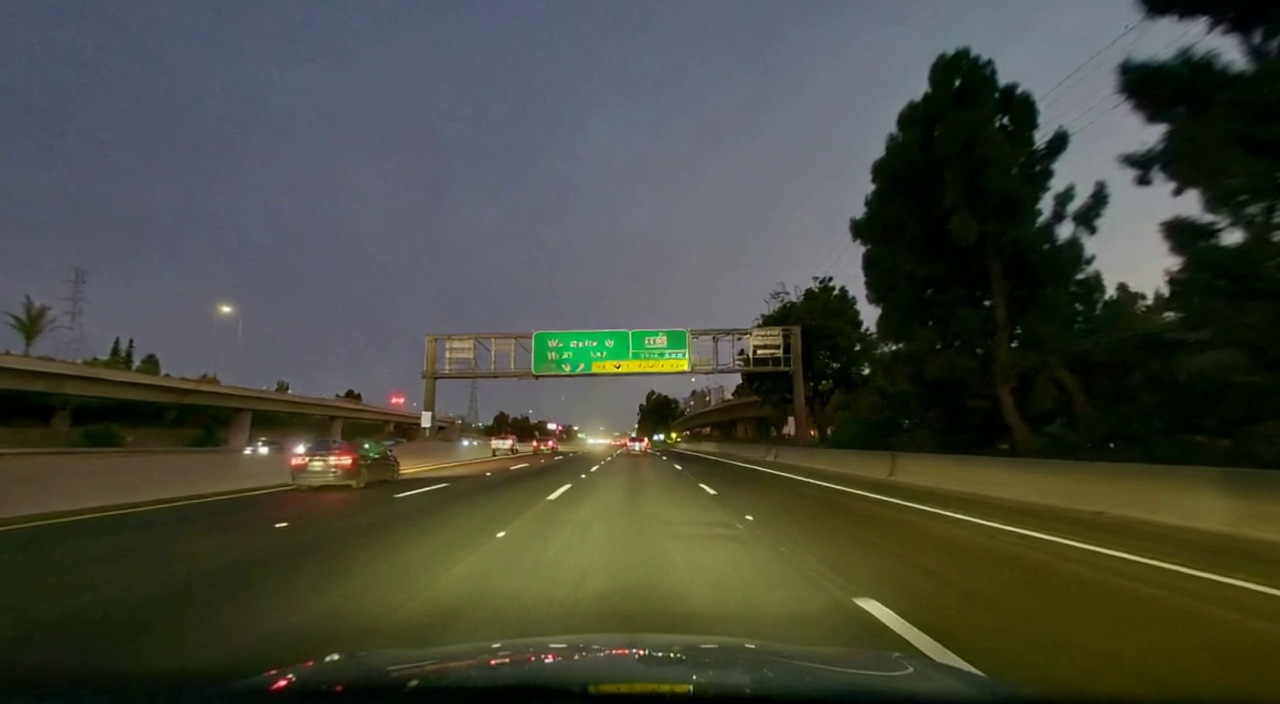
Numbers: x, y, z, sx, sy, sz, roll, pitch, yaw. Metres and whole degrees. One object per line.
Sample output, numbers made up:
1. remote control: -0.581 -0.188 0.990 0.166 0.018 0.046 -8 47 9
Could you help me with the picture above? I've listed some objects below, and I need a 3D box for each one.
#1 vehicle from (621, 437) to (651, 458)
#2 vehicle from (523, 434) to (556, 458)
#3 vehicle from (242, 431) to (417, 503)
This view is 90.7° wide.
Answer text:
1. vehicle: -0.316 7.114 47.238 2.086 1.472 4.168 0 -8 -1
2. vehicle: -7.854 7.387 49.816 1.971 1.715 4.329 0 -8 0
3. vehicle: -7.388 2.768 15.701 1.994 1.487 4.605 0 -8 0
